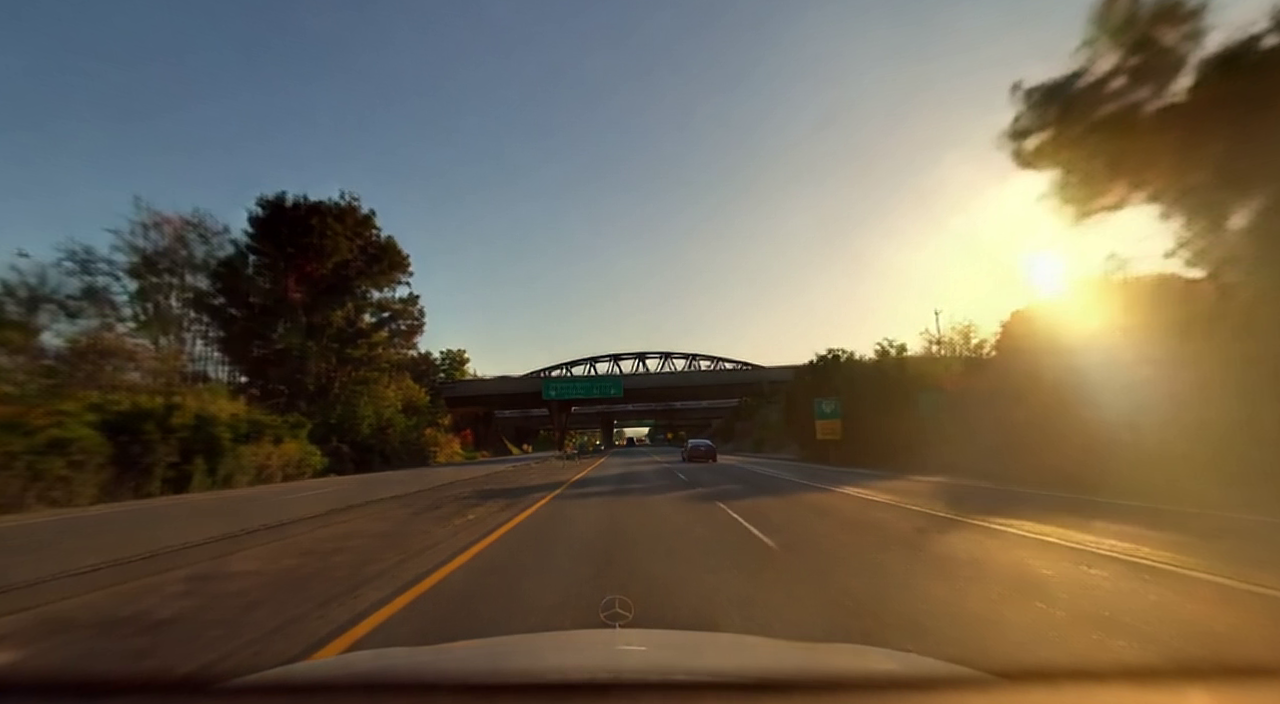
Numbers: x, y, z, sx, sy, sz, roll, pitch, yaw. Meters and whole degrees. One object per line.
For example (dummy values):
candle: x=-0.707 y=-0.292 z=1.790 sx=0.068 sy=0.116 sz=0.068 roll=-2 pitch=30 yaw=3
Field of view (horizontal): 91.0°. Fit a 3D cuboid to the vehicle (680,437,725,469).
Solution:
vehicle: x=3.049 y=4.994 z=31.349 sx=1.781 sy=1.470 sz=3.540 roll=0 pitch=-8 yaw=-2
